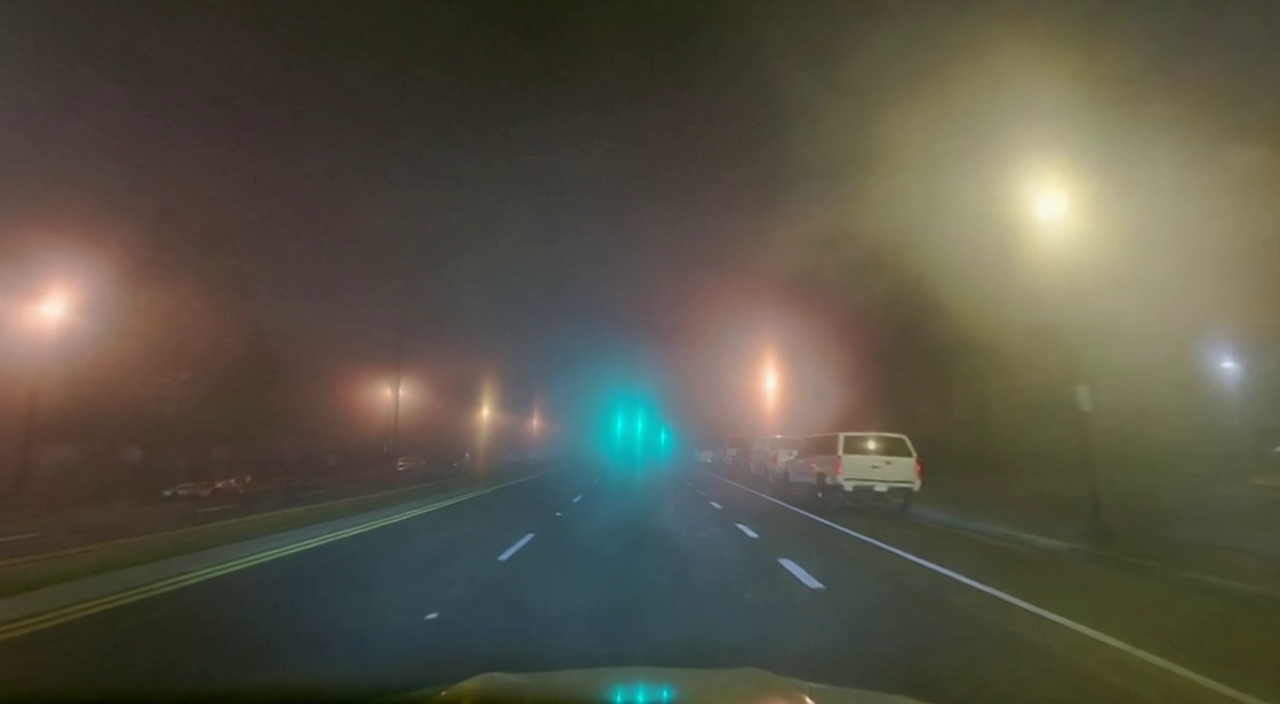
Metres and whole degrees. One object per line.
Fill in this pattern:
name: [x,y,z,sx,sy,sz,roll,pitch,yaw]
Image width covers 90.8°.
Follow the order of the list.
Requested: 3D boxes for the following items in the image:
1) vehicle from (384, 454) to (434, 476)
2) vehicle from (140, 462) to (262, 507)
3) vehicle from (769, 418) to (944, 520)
vehicle: [-17.537,8.610,48.203,2.039,1.508,4.613,-1,-9,2]
vehicle: [-17.645,5.303,25.681,1.831,1.428,4.456,-3,-9,-1]
vehicle: [4.495,2.530,14.182,2.078,1.837,5.088,0,-9,0]
